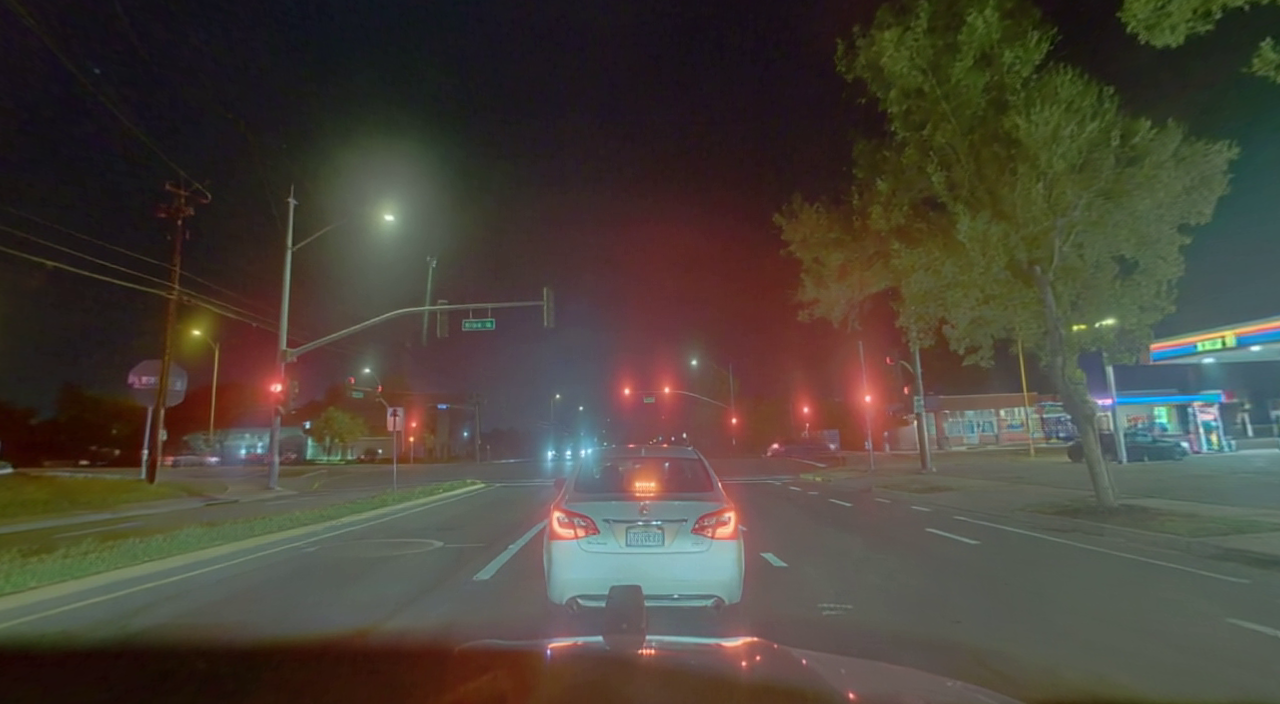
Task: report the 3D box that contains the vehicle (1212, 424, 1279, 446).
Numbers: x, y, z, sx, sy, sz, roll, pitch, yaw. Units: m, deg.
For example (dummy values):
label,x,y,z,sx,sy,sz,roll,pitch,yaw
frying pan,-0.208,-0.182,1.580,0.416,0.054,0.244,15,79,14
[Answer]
label,x,y,z,sx,sy,sz,roll,pitch,yaw
vehicle,41.705,5.558,42.175,4.813,1.455,1.889,0,-8,1

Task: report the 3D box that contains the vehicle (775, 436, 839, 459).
label,x,y,z,sx,sy,sz,roll,pitch,yaw
vehicle,11.616,6.653,43.980,3.975,1.563,1.755,-1,-8,5

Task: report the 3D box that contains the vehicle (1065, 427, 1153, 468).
label,x,y,z,sx,sy,sz,roll,pitch,yaw
vehicle,18.575,3.758,24.905,4.091,1.495,2.053,8,-12,-44

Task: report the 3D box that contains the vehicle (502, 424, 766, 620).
label,x,y,z,sx,sy,sz,roll,pitch,yaw
vehicle,-0.045,1.601,6.910,2.010,1.482,4.057,0,-8,0
